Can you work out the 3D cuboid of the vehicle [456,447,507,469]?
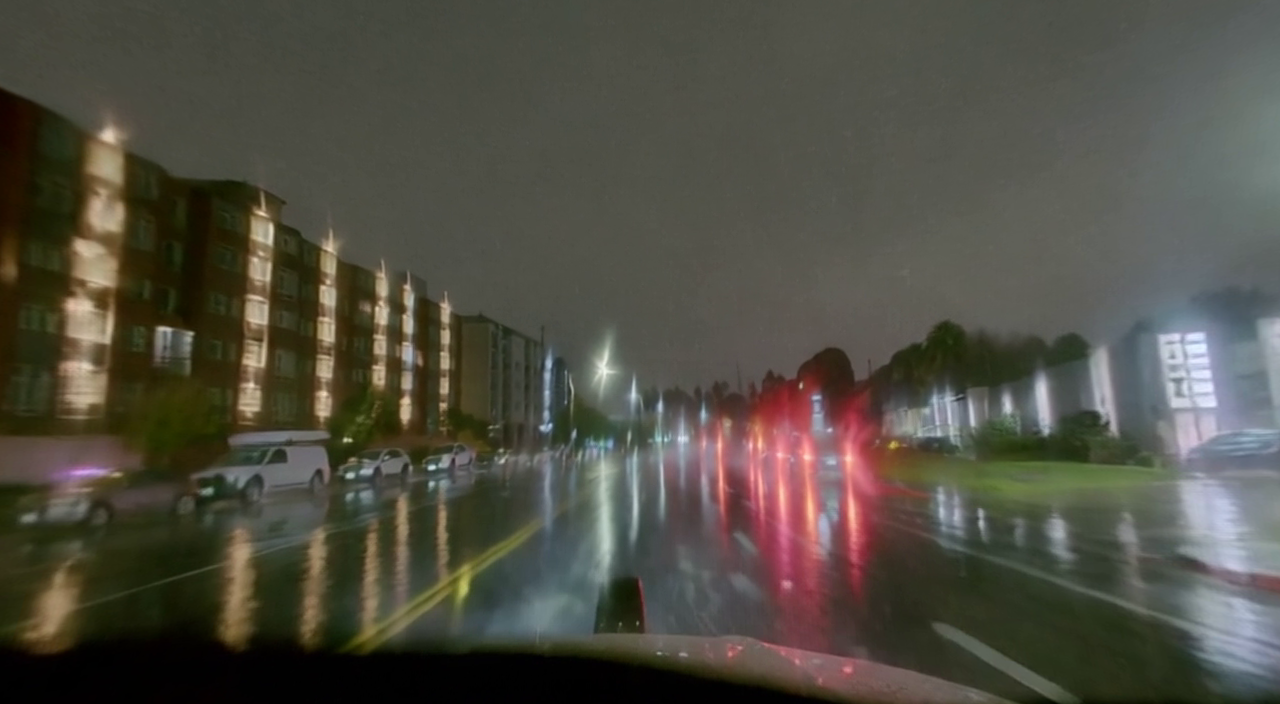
[{"bbox_3d":[-11.063,7.423,44.381,1.829,1.449,4.713,-2,-9,8],"label":"vehicle"}]

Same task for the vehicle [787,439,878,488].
[{"bbox_3d":[6.481,3.793,21.822,1.947,1.487,4.549,-1,-8,3],"label":"vehicle"}]

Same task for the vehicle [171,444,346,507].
[{"bbox_3d":[-12.619,4.070,21.561,2.290,1.799,5.801,-1,-8,1],"label":"vehicle"}]

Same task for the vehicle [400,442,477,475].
[{"bbox_3d":[-11.974,6.365,38.075,2.137,1.835,5.833,-1,-8,6],"label":"vehicle"}]

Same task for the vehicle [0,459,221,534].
[{"bbox_3d":[-12.443,3.330,15.117,1.723,1.418,4.359,-1,-8,2],"label":"vehicle"}]

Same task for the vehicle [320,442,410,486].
[{"bbox_3d":[-12.533,5.103,29.150,2.001,1.836,4.471,-1,-8,1],"label":"vehicle"}]
